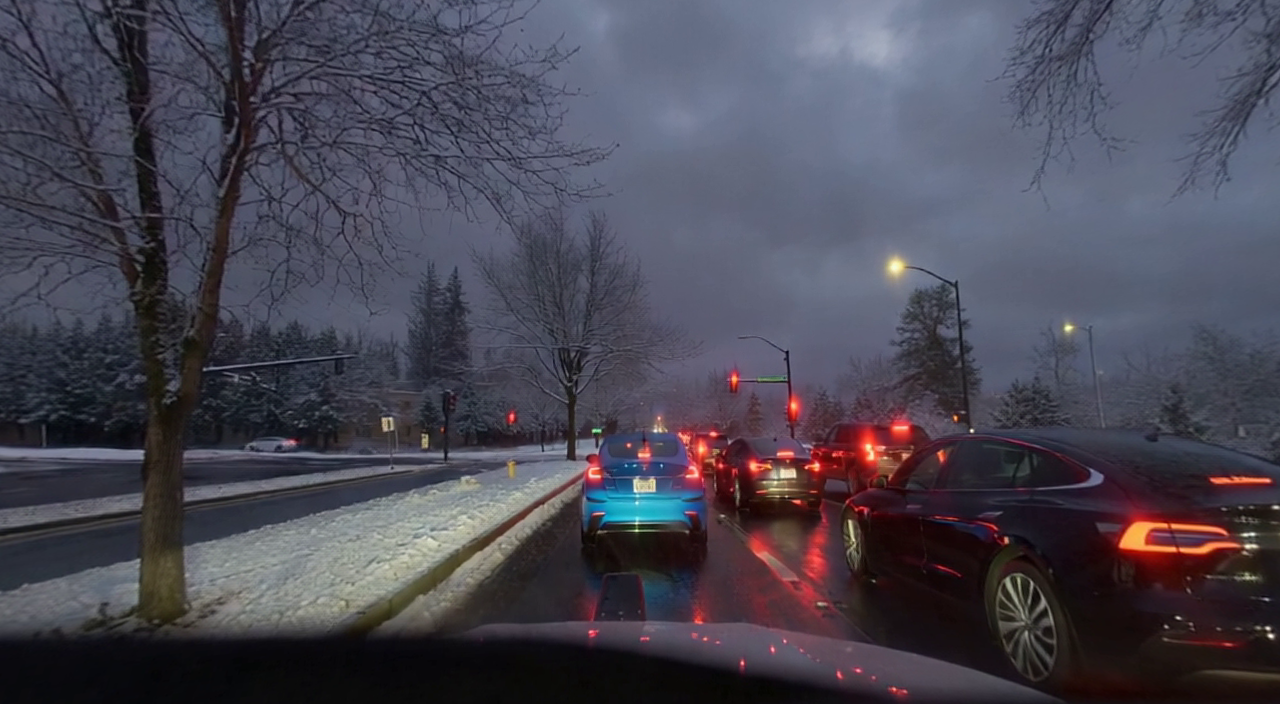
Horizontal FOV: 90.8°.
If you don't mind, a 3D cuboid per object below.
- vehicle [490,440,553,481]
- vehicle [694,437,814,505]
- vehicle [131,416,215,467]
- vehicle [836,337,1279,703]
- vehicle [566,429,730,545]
[{"bbox_3d":[-4.635,4.285,25.250,1.972,1.457,4.171,0,-8,-4],"label":"vehicle"},{"bbox_3d":[2.696,2.930,16.028,2.058,1.466,4.208,0,-8,-3],"label":"vehicle"},{"bbox_3d":[-29.267,5.613,39.699,2.608,2.990,3.026,2,-8,3],"label":"vehicle"},{"bbox_3d":[3.185,1.104,4.304,2.167,1.676,4.443,0,-8,-1],"label":"vehicle"},{"bbox_3d":[0.023,2.079,10.439,2.147,1.499,4.240,0,-8,-2],"label":"vehicle"}]
